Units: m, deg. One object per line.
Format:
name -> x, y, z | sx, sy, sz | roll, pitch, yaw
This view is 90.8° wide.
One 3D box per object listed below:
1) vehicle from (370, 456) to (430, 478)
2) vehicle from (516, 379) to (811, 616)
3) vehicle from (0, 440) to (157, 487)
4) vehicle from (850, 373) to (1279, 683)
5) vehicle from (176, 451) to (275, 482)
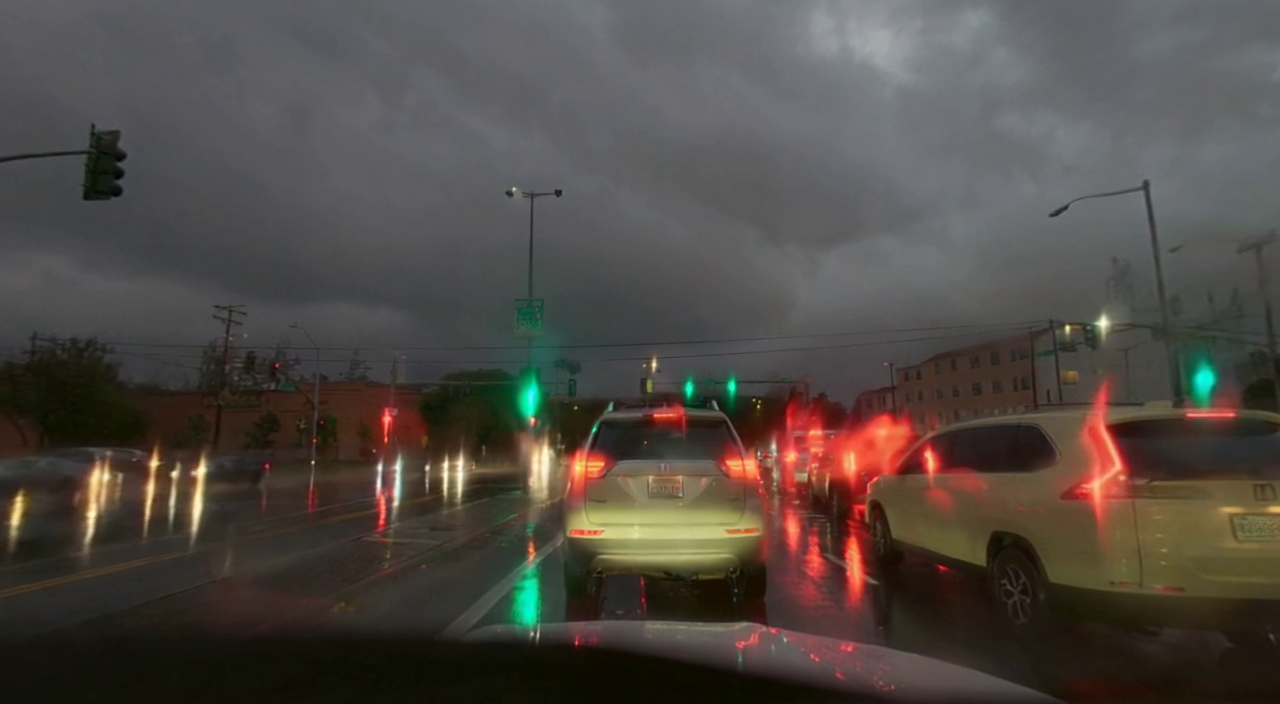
vehicle -> -17.314, 8.308, 45.800 | 1.864, 1.444, 4.255 | -2, -9, 14
vehicle -> 0.227, 1.465, 7.224 | 2.292, 1.840, 4.394 | 0, -9, 1
vehicle -> -24.584, 4.840, 27.551 | 5.062, 1.946, 2.243 | 0, -9, -1
vehicle -> 3.576, 1.286, 5.695 | 2.018, 1.701, 4.288 | 0, -9, 2
vehicle -> -25.116, 6.917, 38.520 | 4.744, 1.739, 2.089 | 4, -10, -28
